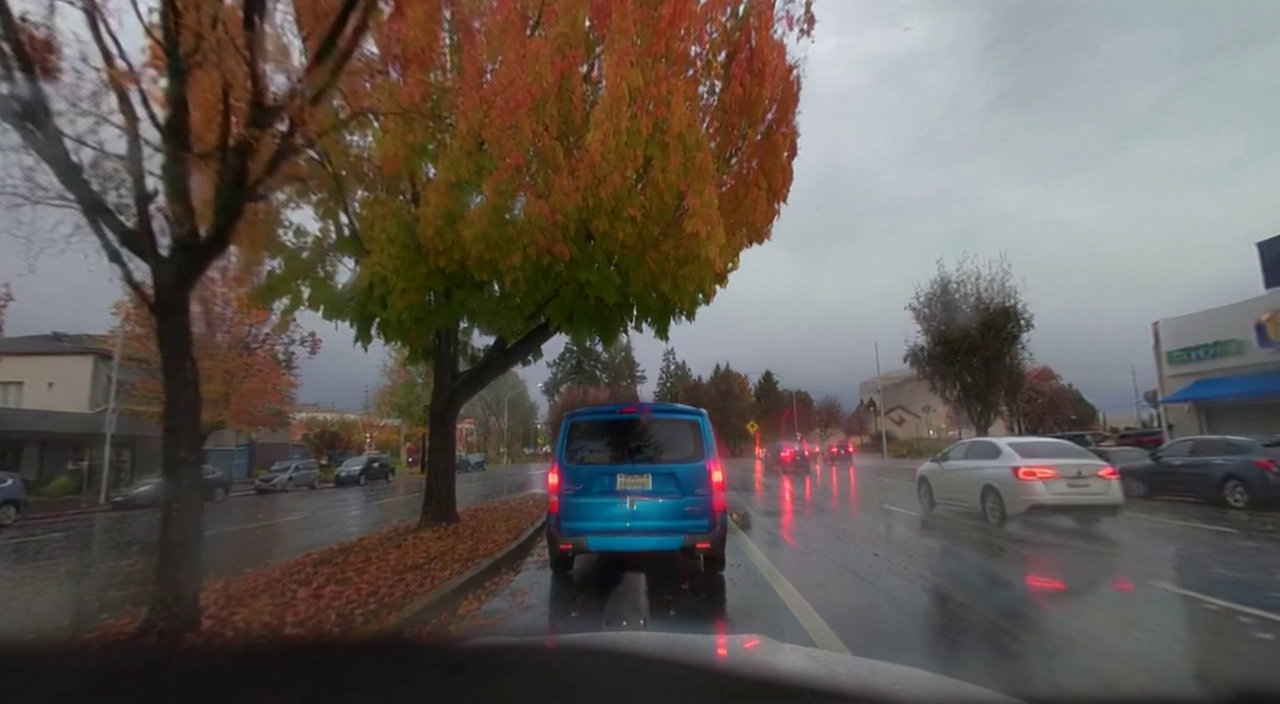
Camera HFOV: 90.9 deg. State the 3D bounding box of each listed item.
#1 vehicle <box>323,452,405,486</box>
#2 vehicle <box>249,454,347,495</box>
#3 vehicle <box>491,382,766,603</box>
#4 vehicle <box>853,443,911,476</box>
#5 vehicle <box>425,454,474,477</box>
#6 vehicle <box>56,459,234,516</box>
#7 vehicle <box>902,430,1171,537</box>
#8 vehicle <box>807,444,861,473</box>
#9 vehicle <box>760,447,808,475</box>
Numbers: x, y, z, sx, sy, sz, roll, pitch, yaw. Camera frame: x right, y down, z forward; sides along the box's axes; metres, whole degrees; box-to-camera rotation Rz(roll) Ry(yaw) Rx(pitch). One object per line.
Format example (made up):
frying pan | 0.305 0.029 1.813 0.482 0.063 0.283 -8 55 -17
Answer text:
vehicle | -14.435 6.122 33.357 1.921 1.621 4.930 0 -8 2
vehicle | -14.884 5.325 27.734 1.947 1.558 4.065 0 -8 1
vehicle | 0.011 1.535 7.808 2.344 1.863 4.665 0 -8 3
vehicle | 15.291 6.788 40.132 1.993 1.969 4.747 0 -9 2
vehicle | -13.758 8.225 45.901 1.995 1.466 4.580 0 -8 2
vehicle | -15.119 4.117 19.672 1.877 1.445 4.436 0 -8 2
vehicle | 6.788 2.273 11.663 1.928 1.529 4.917 0 -8 2
vehicle | 12.201 6.711 39.935 2.040 1.738 4.414 0 -8 1
vehicle | 8.292 6.276 36.639 1.886 1.464 4.290 0 -8 1
